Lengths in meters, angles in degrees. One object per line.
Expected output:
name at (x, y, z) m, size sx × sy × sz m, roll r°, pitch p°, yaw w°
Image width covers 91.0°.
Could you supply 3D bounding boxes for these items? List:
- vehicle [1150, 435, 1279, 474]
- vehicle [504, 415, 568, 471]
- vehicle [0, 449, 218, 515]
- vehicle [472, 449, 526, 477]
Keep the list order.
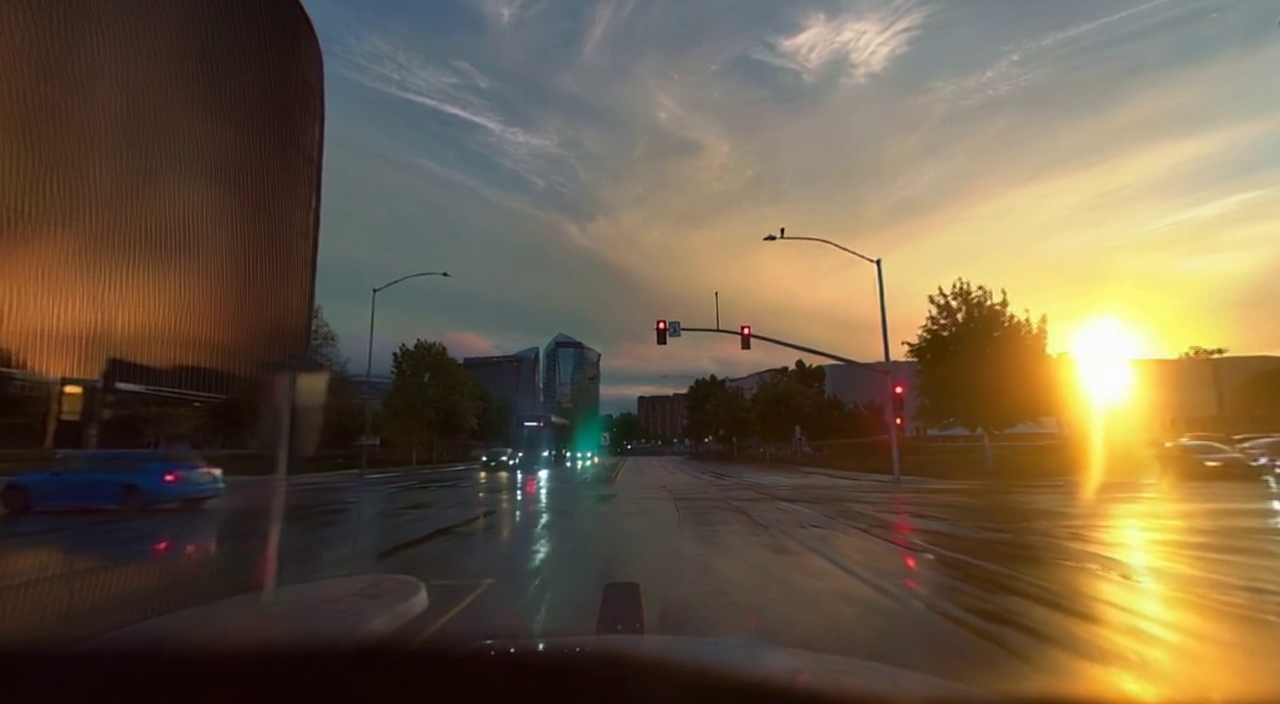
vehicle at (24.290, 4.281, 26.504) m, size 2.021 × 1.484 × 4.454 m, roll 0°, pitch -9°, yaw 2°
vehicle at (-7.920, 7.198, 49.652) m, size 3.109 × 3.888 × 11.000 m, roll 0°, pitch -9°, yaw 0°
vehicle at (-13.630, 3.279, 16.237) m, size 4.197 × 1.525 × 2.014 m, roll -1°, pitch -9°, yaw 10°
vehicle at (-8.432, 6.664, 37.979) m, size 2.113 × 1.535 × 4.504 m, roll 0°, pitch -9°, yaw 1°
